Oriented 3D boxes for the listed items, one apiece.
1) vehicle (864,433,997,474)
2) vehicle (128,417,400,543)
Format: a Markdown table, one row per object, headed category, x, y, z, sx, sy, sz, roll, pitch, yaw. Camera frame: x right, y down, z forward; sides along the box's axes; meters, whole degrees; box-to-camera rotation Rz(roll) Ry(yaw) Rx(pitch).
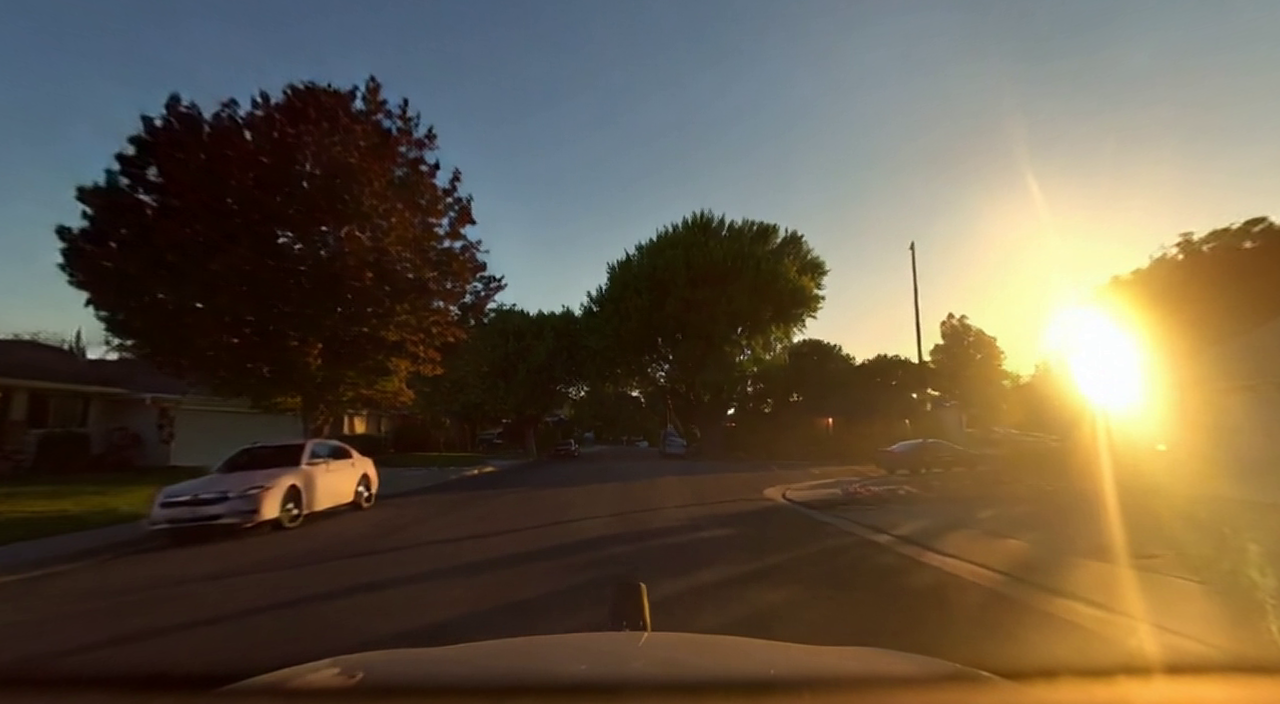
| category | x | y | z | sx | sy | sz | roll | pitch | yaw |
| --- | --- | --- | --- | --- | --- | --- | --- | --- | --- |
| vehicle | 12.405 | 4.317 | 26.987 | 4.708 | 1.527 | 2.113 | 0 | -8 | -10 |
| vehicle | -6.048 | 2.084 | 10.883 | 1.998 | 1.742 | 4.210 | 0 | -8 | 1 |
